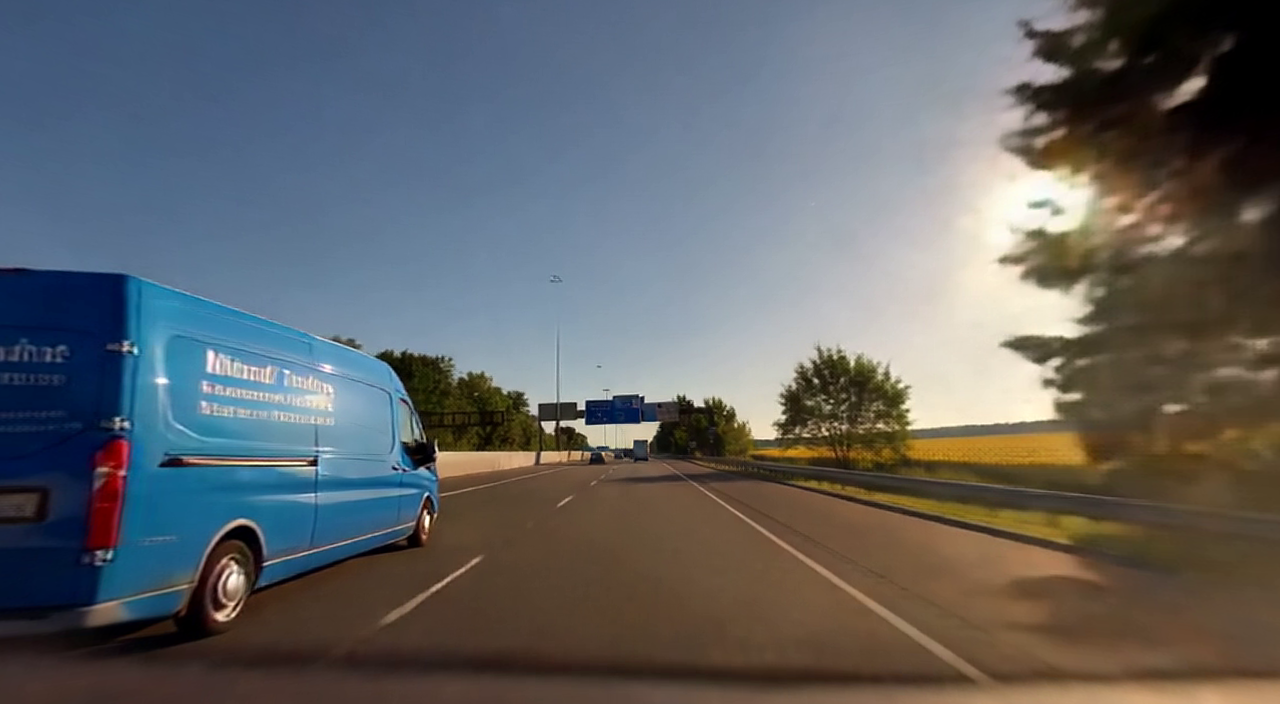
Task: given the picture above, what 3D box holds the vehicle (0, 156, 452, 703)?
[{"bbox_3d":[-3.955,0.965,5.837,2.320,2.636,7.021,0,-9,-1],"label":"vehicle"}]
